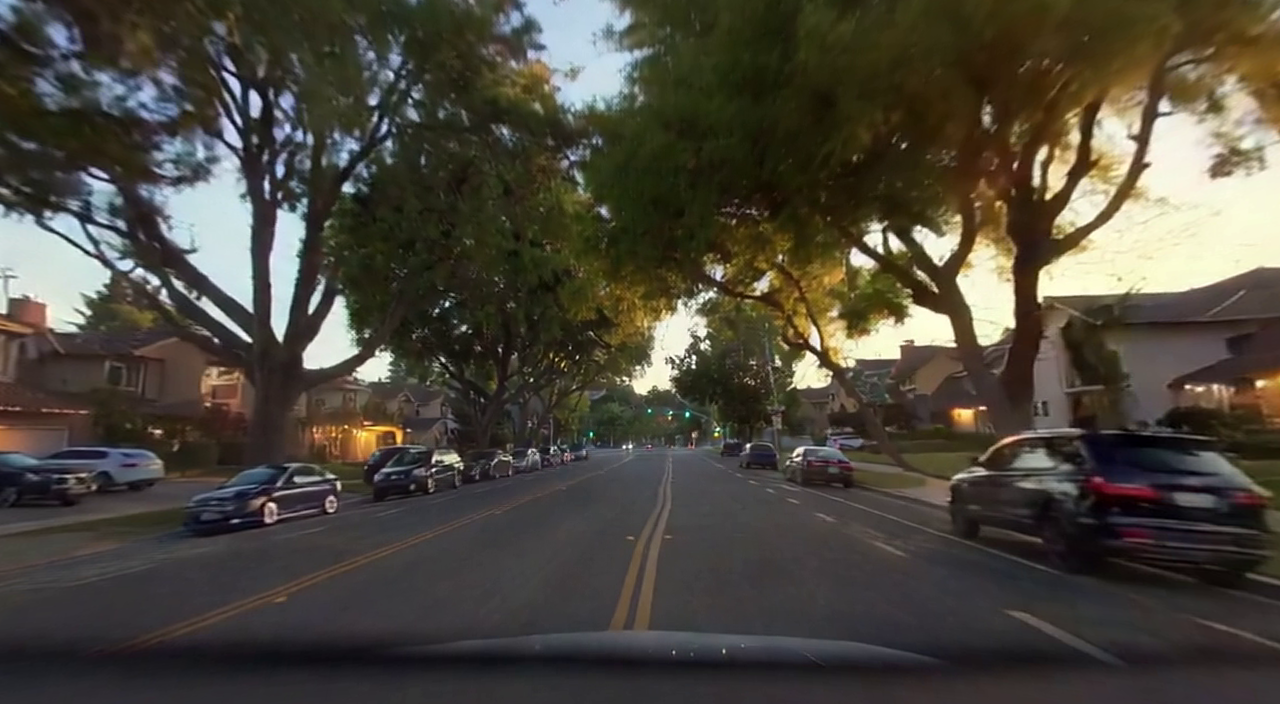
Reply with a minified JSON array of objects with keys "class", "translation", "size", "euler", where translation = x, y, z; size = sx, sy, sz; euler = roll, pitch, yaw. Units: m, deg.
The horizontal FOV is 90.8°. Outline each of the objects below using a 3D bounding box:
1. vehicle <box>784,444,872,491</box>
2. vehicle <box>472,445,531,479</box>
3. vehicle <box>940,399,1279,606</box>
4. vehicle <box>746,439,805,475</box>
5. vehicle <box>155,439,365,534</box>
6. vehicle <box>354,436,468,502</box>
[{"class":"vehicle","translation":[6.553,4.040,22.606],"size":[1.908,1.477,4.920],"euler":[0,-8,3]},{"class":"vehicle","translation":[-7.716,6.151,35.581],"size":[2.135,1.744,4.340],"euler":[0,-8,3]},{"class":"vehicle","translation":[6.064,1.714,8.156],"size":[2.215,1.886,4.577],"euler":[0,-8,2]},{"class":"vehicle","translation":[6.647,5.169,31.411],"size":[2.155,1.668,4.425],"euler":[0,-8,3]},{"class":"vehicle","translation":[-8.862,3.171,15.378],"size":[2.117,1.865,4.570],"euler":[-3,-10,2]},{"class":"vehicle","translation":[-8.420,4.305,23.801],"size":[2.225,2.037,5.158],"euler":[-4,-8,2]}]
